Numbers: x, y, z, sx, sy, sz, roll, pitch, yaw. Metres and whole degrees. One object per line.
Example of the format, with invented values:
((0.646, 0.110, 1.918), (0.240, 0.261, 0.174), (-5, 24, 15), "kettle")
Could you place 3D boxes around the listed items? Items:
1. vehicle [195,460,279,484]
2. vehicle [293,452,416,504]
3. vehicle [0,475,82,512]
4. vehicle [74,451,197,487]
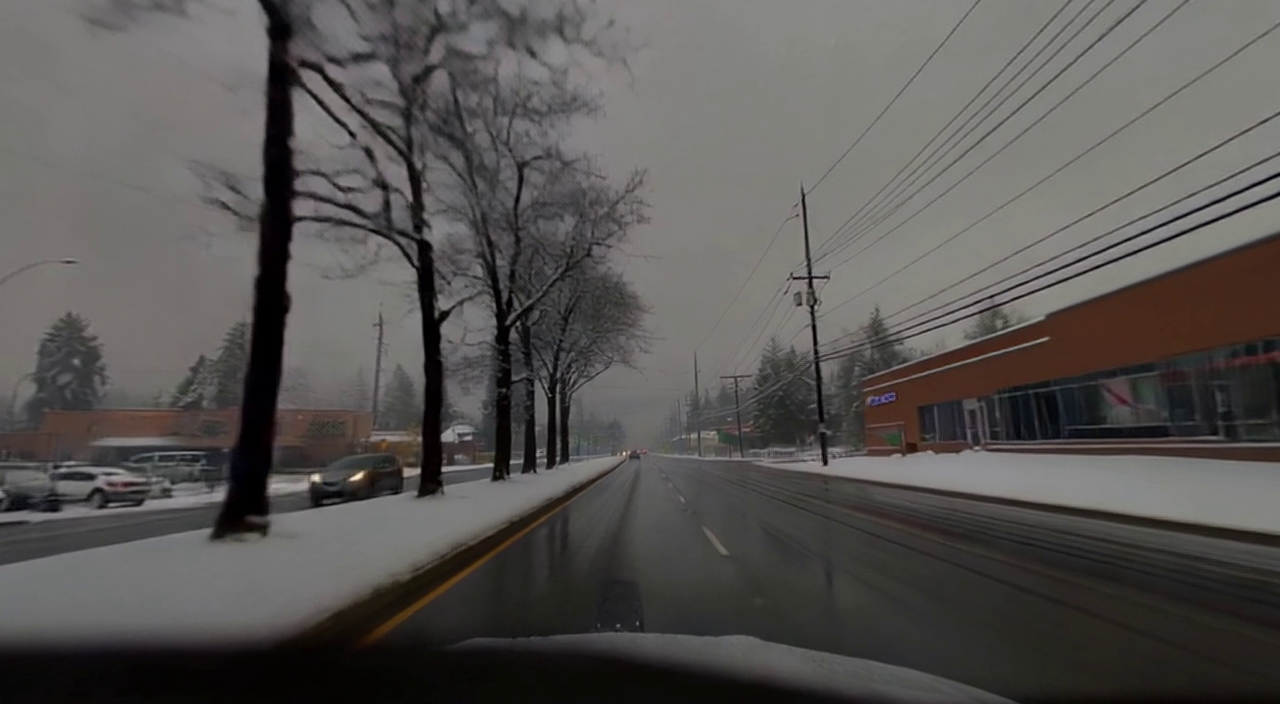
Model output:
((-29.701, 8.807, 46.645), (4.662, 1.599, 2.133), (0, -8, -3), "vehicle")
((-9.239, 4.086, 20.960), (1.900, 1.488, 4.675), (-1, -9, 0), "vehicle")
((-29.686, 6.765, 30.138), (4.377, 1.520, 1.843), (-2, -9, 2), "vehicle")
((-29.700, 6.881, 37.311), (5.145, 1.979, 2.281), (0, -9, -3), "vehicle")
